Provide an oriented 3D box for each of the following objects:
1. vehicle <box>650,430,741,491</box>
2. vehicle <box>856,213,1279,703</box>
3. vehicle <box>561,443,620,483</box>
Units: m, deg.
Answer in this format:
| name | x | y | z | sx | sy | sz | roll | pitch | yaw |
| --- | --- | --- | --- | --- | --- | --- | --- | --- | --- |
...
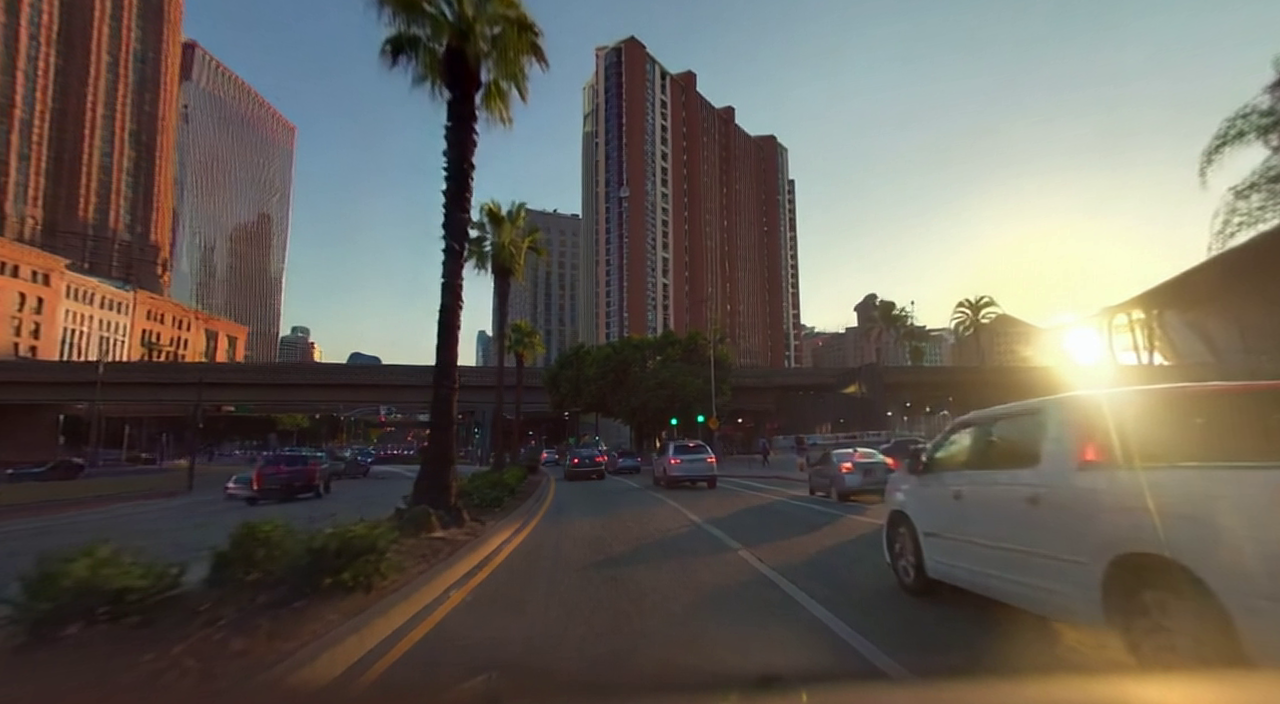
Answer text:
| name | x | y | z | sx | sy | sz | roll | pitch | yaw |
| --- | --- | --- | --- | --- | --- | --- | --- | --- | --- |
| vehicle | 1.866 | 3.962 | 23.455 | 2.407 | 1.991 | 5.130 | 1 | -9 | -6 |
| vehicle | 3.531 | 0.802 | 3.836 | 2.434 | 2.171 | 5.098 | 0 | -9 | -2 |
| vehicle | -2.333 | 4.969 | 28.639 | 2.332 | 1.625 | 4.933 | 1 | -9 | -8 |
